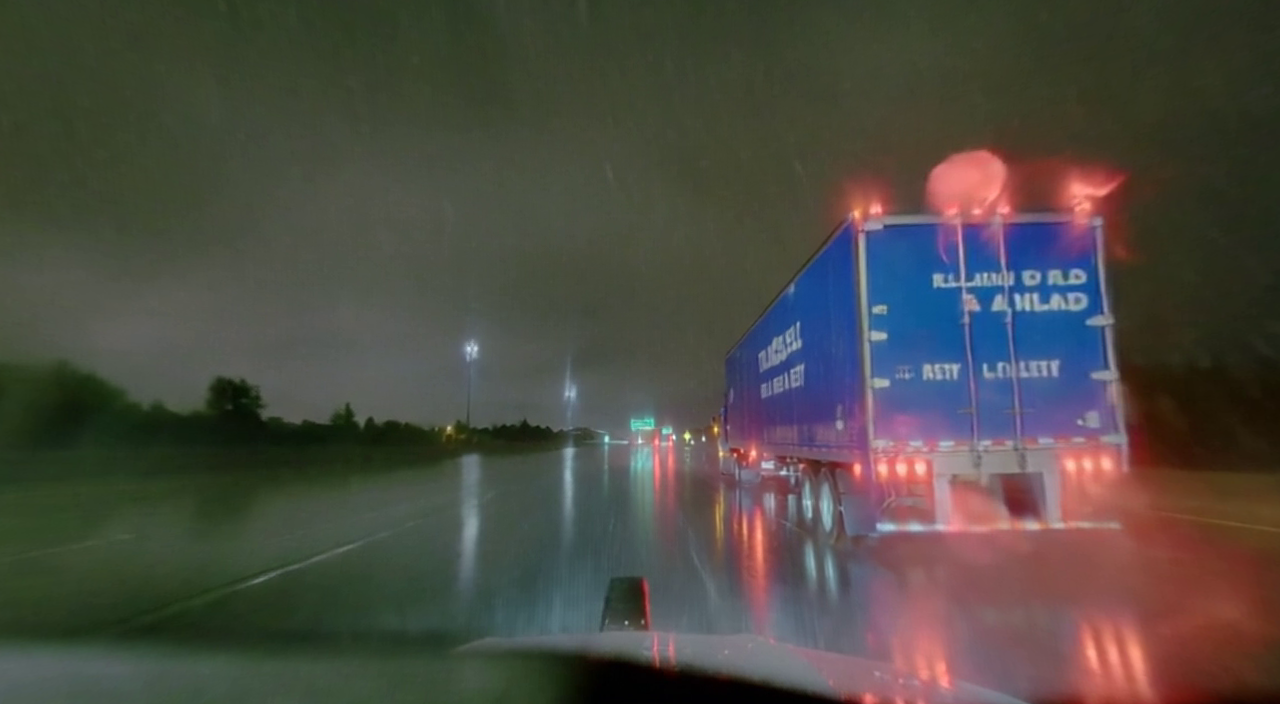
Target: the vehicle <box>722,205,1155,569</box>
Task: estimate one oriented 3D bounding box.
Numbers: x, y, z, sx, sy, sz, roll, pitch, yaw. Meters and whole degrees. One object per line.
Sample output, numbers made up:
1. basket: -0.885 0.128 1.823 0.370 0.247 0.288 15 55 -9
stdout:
1. vehicle: 4.159 1.340 14.074 3.006 4.093 14.142 0 -8 1
